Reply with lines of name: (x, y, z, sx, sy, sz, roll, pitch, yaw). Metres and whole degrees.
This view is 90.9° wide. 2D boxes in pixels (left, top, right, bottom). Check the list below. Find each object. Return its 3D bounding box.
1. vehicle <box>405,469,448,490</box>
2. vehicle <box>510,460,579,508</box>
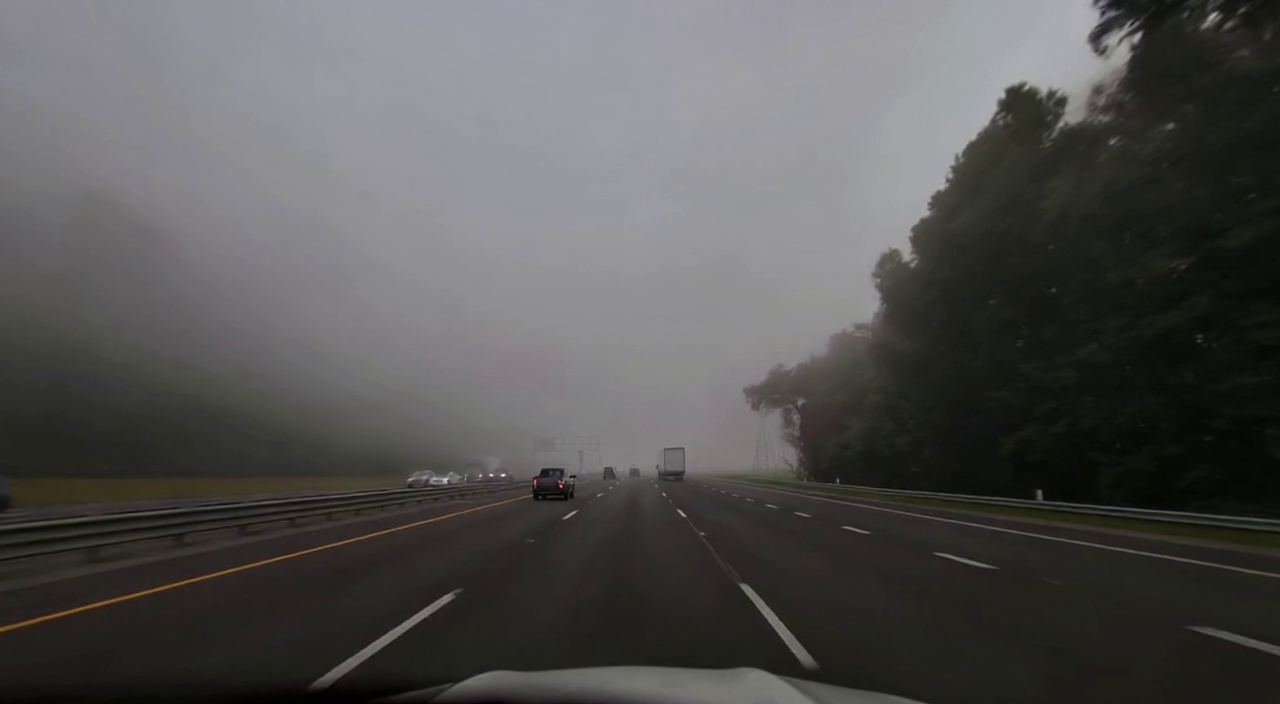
vehicle: (-16.038, 9.607, 47.549, 1.825, 1.468, 3.919, 1, -11, 0)
vehicle: (-3.466, 4.895, 23.618, 1.942, 1.597, 3.943, 1, -11, 0)
